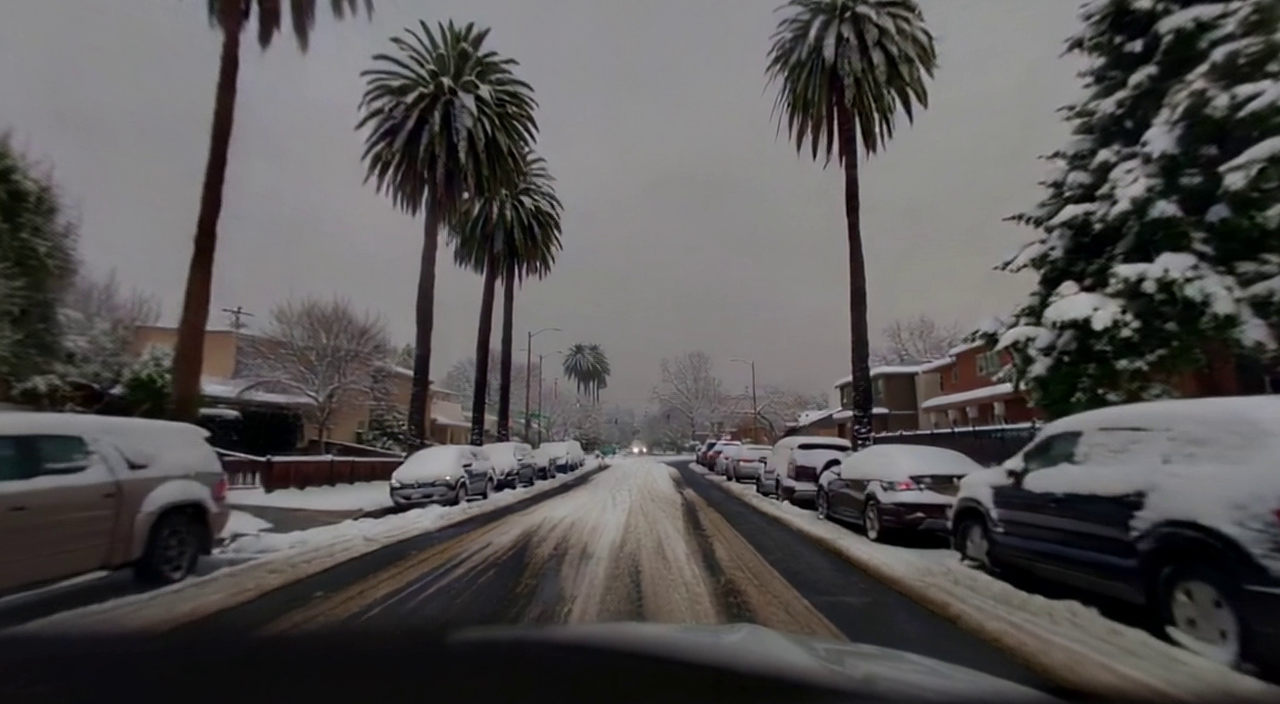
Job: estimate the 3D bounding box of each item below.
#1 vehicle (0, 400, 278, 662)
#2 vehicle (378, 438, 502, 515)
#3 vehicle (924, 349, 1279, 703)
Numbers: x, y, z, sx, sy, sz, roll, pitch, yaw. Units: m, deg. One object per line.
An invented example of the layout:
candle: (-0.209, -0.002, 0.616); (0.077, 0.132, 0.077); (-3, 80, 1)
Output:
vehicle: (-5.496, 1.353, 5.008); (2.020, 1.819, 5.168); (-1, -9, 2)
vehicle: (-5.247, 3.310, 17.271); (1.947, 1.803, 4.381); (0, -9, 0)
vehicle: (4.209, 1.244, 4.866); (1.964, 1.889, 4.708); (1, -9, 2)
